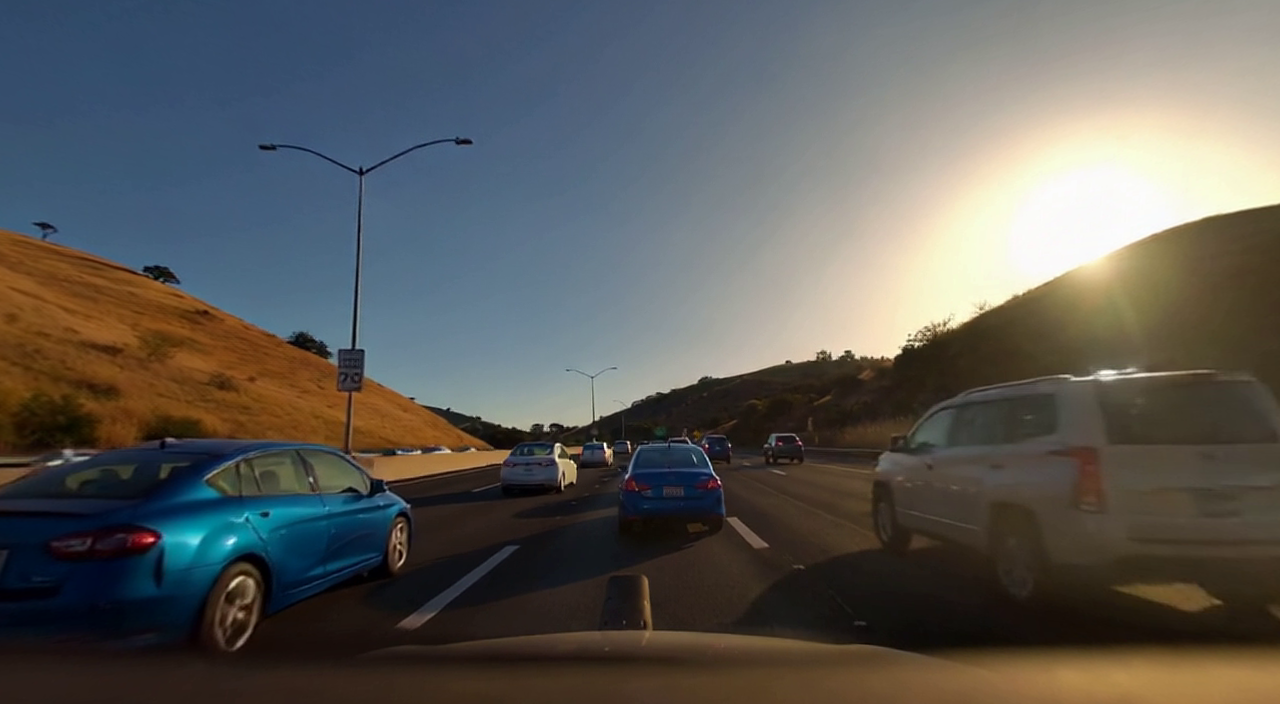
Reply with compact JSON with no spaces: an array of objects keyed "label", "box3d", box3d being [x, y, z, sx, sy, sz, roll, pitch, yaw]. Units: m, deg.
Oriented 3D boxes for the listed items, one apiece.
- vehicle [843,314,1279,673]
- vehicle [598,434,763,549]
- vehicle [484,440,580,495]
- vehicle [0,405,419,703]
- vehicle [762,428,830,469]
[{"label":"vehicle","box3d":[3.594,1.057,5.628,2.086,1.884,4.547,0,-9,1]},{"label":"vehicle","box3d":[0.551,2.064,9.981,2.072,1.431,3.904,0,-9,1]},{"label":"vehicle","box3d":[-3.126,3.440,19.214,2.017,1.446,4.384,-1,-9,2]},{"label":"vehicle","box3d":[-3.455,1.292,4.629,2.033,1.513,4.333,0,-9,1]},{"label":"vehicle","box3d":[7.612,4.777,31.347,2.210,1.831,4.843,0,-9,1]}]
